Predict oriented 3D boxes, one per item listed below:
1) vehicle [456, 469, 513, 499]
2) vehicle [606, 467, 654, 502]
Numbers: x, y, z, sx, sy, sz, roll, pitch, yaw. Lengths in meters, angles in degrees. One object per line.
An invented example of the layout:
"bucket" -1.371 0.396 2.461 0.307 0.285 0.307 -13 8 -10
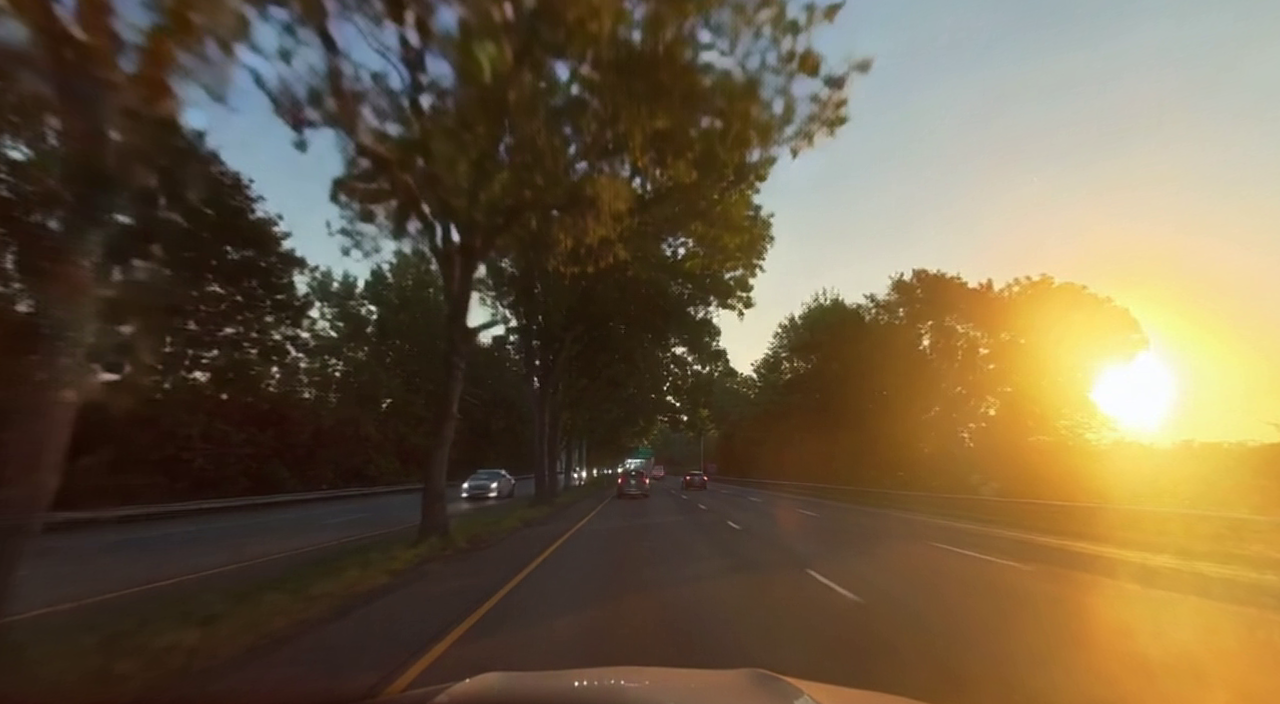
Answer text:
"vehicle" -8.295 7.066 33.920 1.970 1.493 3.879 0 -10 1
"vehicle" -0.433 6.094 29.316 2.060 1.473 3.726 1 -10 0
